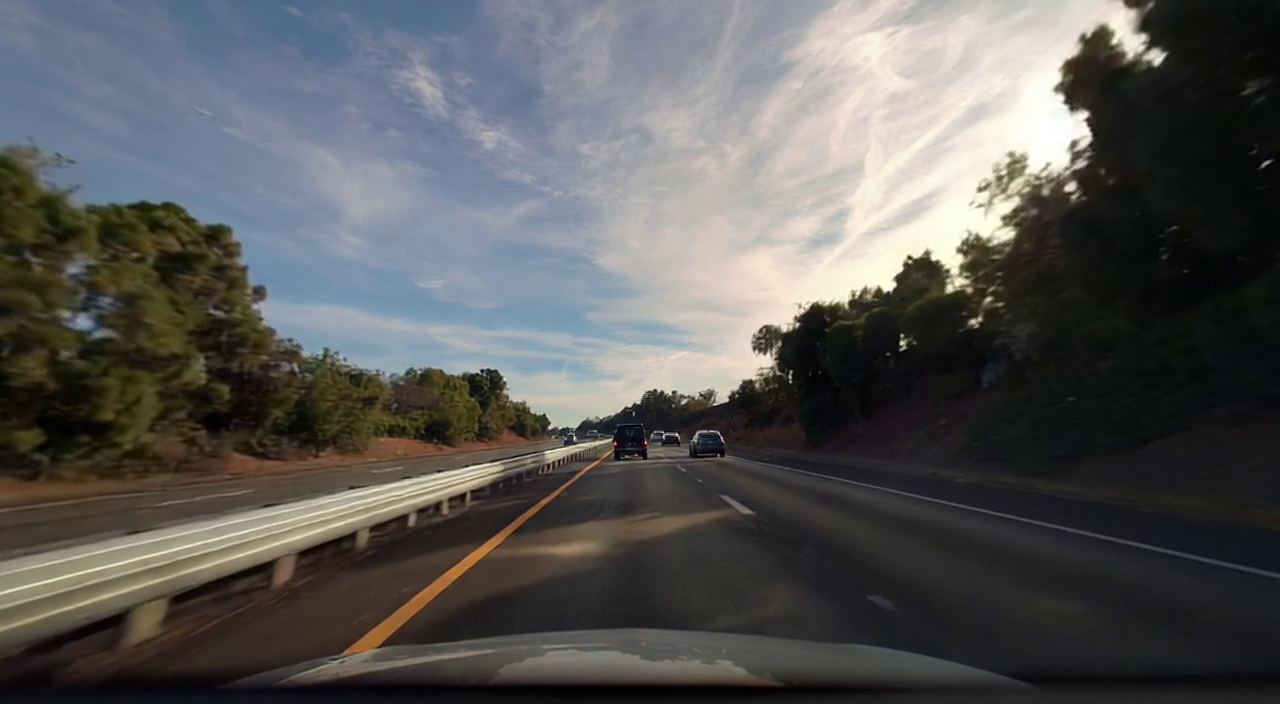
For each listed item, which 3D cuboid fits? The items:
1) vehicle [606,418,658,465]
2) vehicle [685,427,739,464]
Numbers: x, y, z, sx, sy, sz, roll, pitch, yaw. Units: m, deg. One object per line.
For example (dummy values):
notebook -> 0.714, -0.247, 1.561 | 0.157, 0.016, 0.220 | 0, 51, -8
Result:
vehicle -> -0.434, 4.230, 29.944 | 2.270, 2.044, 4.633 | 0, -8, -2
vehicle -> 3.346, 4.421, 30.011 | 1.981, 1.606, 3.956 | 0, -8, -2
